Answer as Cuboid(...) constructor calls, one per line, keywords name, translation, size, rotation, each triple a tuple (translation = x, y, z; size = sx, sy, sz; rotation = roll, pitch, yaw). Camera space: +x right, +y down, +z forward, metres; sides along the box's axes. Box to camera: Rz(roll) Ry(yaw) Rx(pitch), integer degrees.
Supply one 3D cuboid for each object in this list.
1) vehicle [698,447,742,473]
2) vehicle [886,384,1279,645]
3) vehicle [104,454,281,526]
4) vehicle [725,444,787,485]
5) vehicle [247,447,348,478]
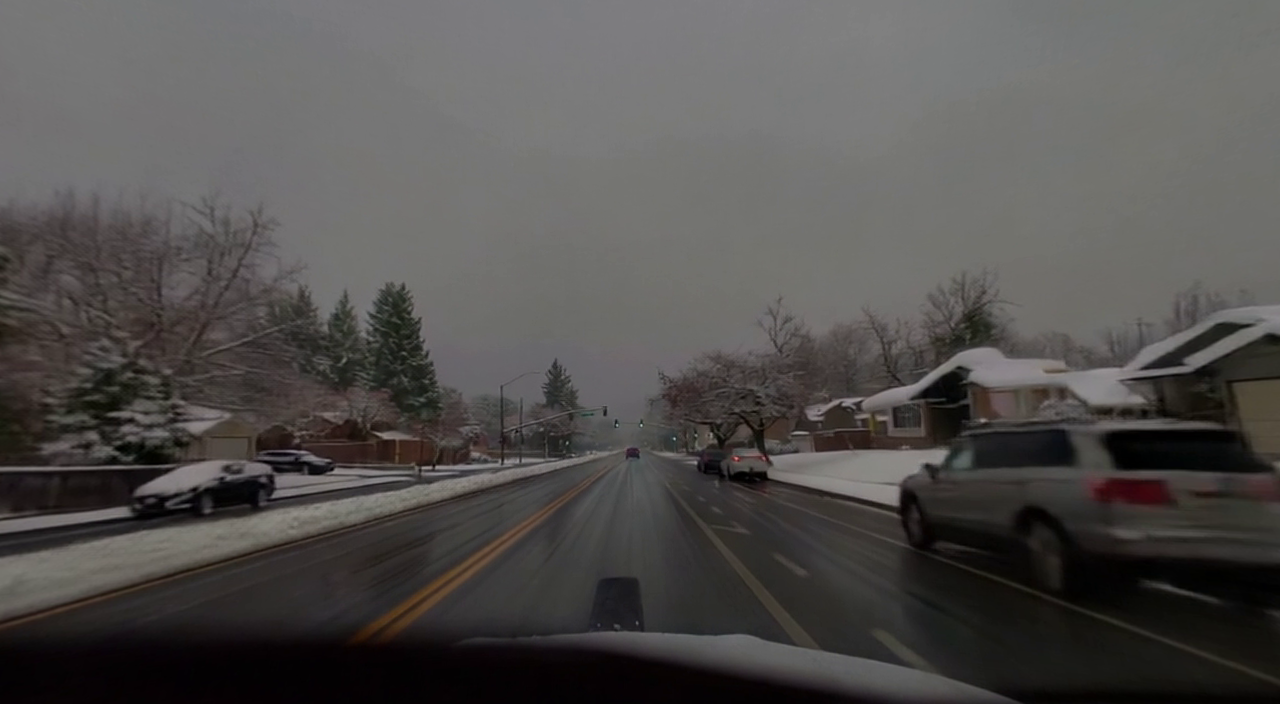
Cuboid(name="vehicle", translation=(4.673, 6.402, 37.775), size=(2.065, 1.463, 4.814), rotation=(0, -8, 1))
Cuboid(name="vehicle", translation=(4.739, 1.468, 6.817), size=(2.180, 1.782, 4.790), rotation=(0, -9, -1))
Cuboid(name="vehicle", translation=(-12.304, 3.770, 17.806), size=(1.939, 1.537, 4.197), rotation=(-3, -7, 0))
Cuboid(name="vehicle", translation=(4.766, 4.639, 26.329), size=(1.875, 1.540, 3.402), rotation=(0, -9, -1))
Cuboid(name="vehicle", translation=(-20.944, 6.756, 38.806), size=(4.931, 1.801, 2.142), rotation=(0, -9, -1))
